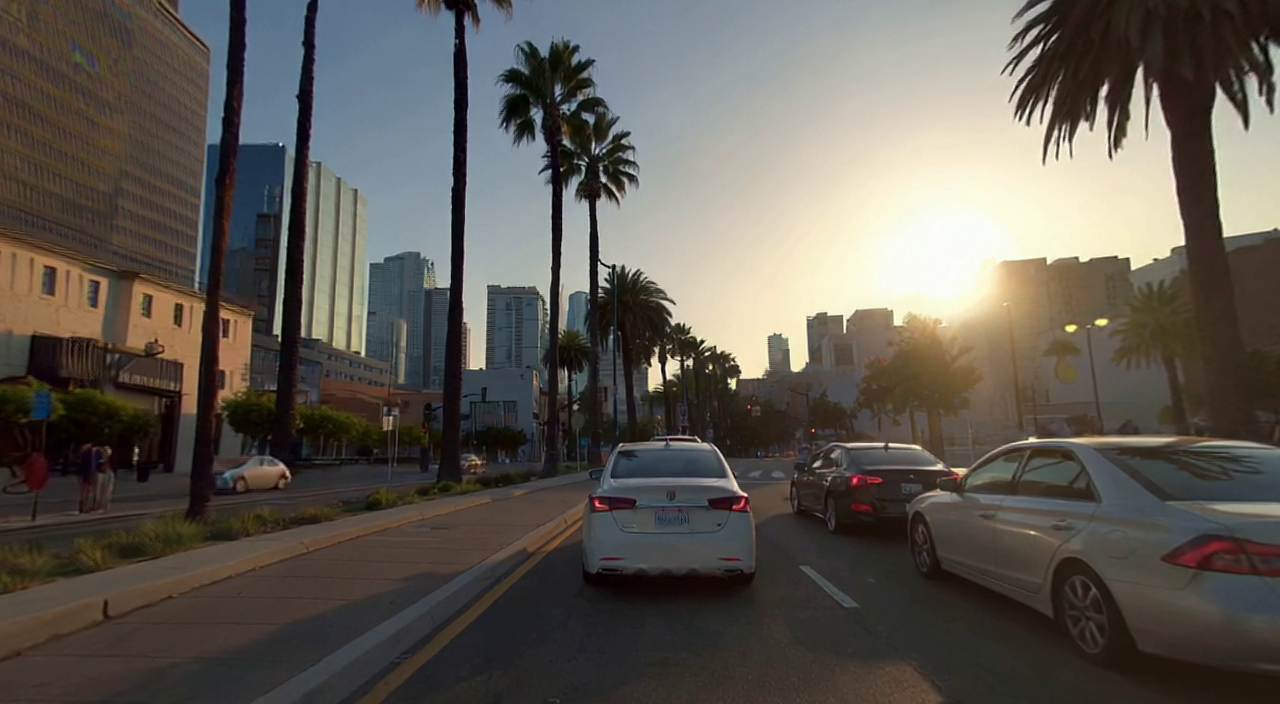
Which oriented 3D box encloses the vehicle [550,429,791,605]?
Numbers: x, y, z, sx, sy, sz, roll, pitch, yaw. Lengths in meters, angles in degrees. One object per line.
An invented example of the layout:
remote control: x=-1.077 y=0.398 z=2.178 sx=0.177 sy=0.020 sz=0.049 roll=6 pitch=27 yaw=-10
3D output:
vehicle: x=0.308 y=1.713 z=7.383 sx=2.078 sy=1.503 sz=3.681 roll=-1 pitch=-9 yaw=2

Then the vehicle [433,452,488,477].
vehicle: x=-12.796 y=8.057 z=45.412 sx=2.078 sy=1.662 sz=4.436 roll=-2 pitch=-9 yaw=9

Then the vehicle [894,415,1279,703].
vehicle: x=3.640 y=1.301 z=4.580 sx=1.913 sy=1.469 sz=4.425 roll=-1 pitch=-9 yaw=2

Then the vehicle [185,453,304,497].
vehicle: x=-15.873 y=4.921 z=25.617 sx=1.801 sy=1.563 sz=4.015 roll=-2 pitch=-9 yaw=9
